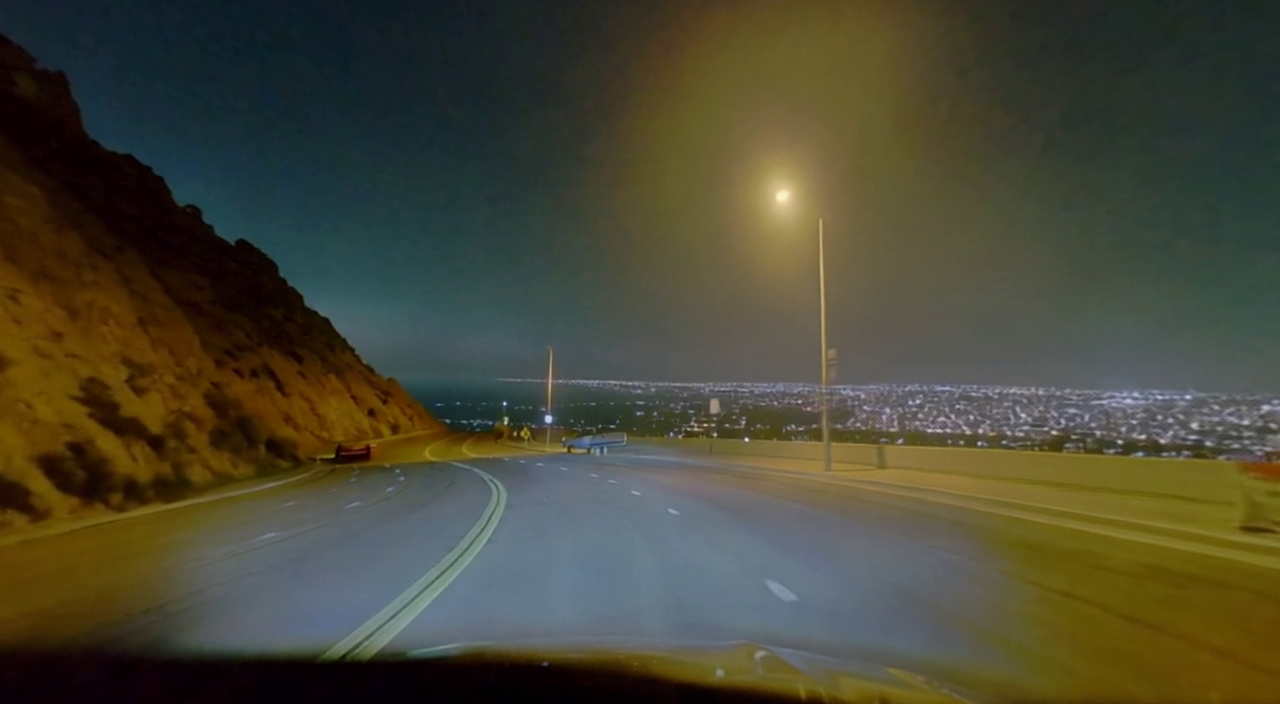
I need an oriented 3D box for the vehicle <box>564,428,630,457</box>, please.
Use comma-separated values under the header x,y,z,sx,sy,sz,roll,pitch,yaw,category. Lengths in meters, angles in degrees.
x,y,z,sx,sy,sz,roll,pitch,yaw,category
-2.525,5.517,38.397,2.064,1.667,4.453,-4,-9,25,vehicle
